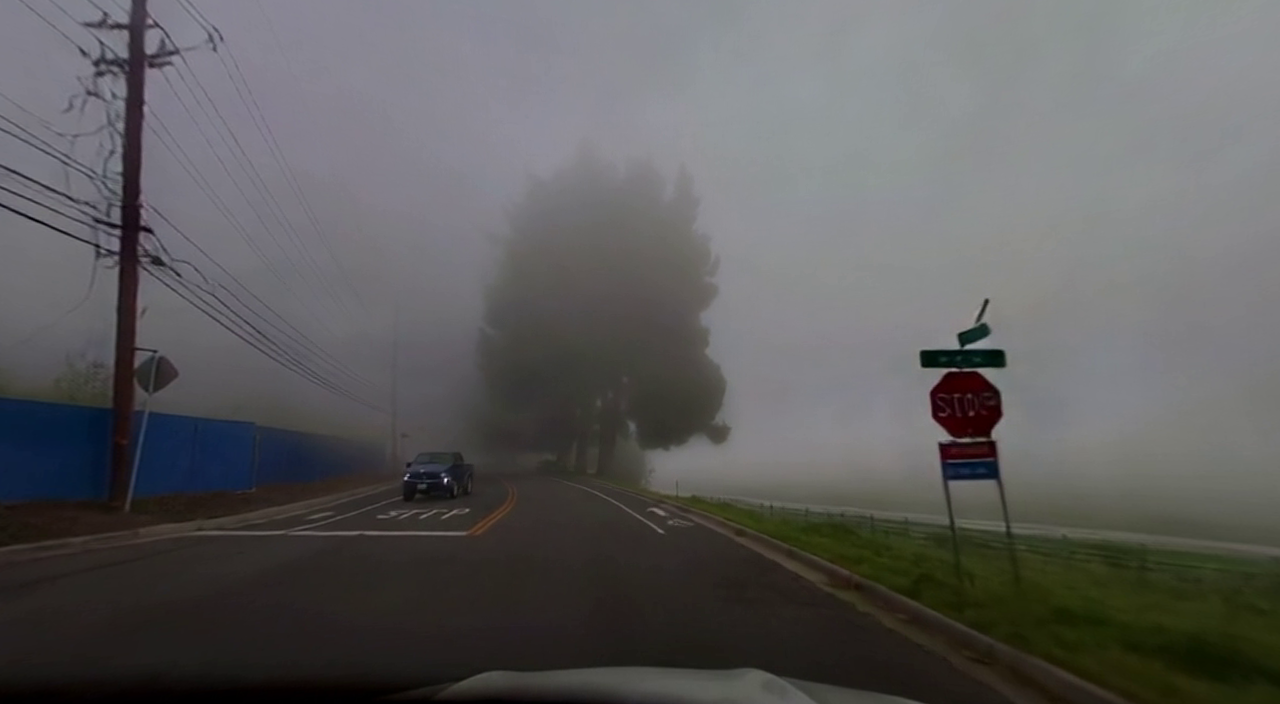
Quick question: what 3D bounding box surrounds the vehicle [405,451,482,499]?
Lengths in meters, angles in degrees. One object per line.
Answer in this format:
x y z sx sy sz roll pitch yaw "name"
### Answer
-6.875 4.320 22.624 2.034 1.479 4.521 1 -9 -10 "vehicle"
